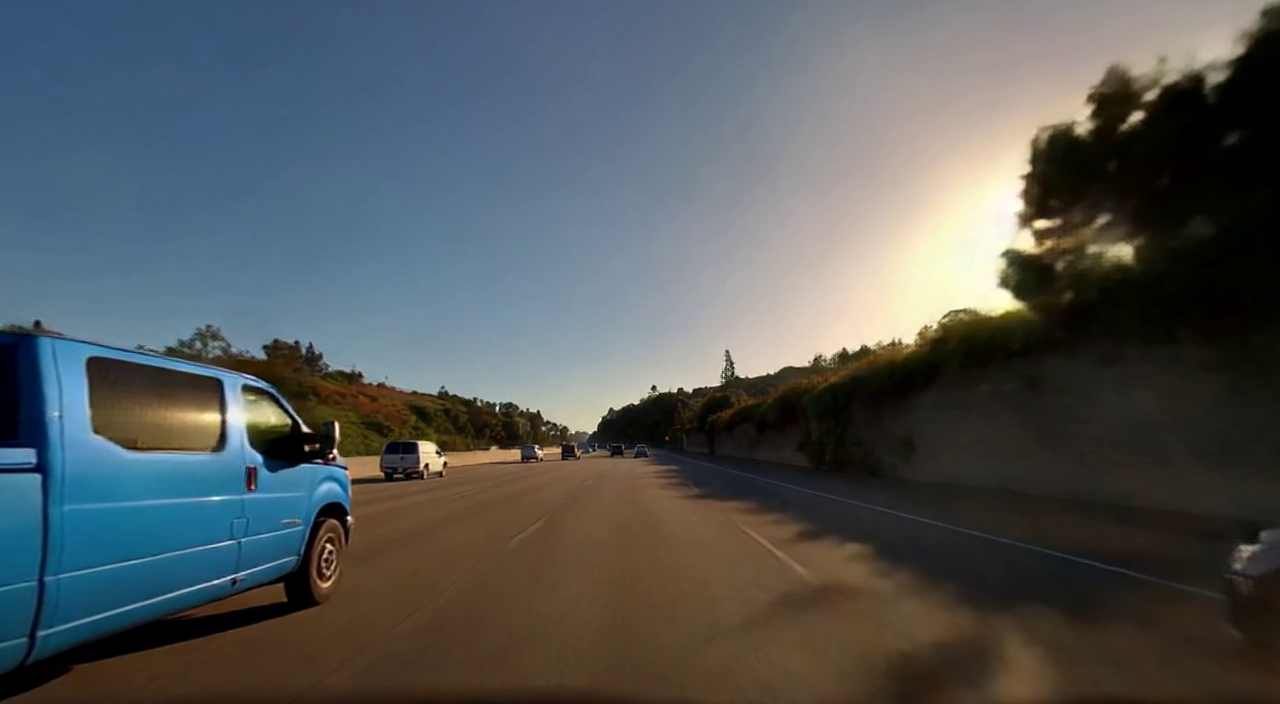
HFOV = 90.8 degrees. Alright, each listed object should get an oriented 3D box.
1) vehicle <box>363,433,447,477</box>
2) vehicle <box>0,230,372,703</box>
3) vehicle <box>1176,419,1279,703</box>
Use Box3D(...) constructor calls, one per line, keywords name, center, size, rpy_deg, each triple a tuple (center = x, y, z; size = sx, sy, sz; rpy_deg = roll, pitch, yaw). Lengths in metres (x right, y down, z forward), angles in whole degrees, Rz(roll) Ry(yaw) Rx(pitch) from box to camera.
Box3D(name="vehicle", center=(-10.940, 4.823, 29.841), size=(2.012, 1.875, 4.895), rpy_deg=(0, -9, 1))
Box3D(name="vehicle", center=(-3.485, 0.602, 2.017), size=(2.483, 2.100, 6.208), rpy_deg=(0, -9, 0))
Box3D(name="vehicle", center=(4.295, 0.843, 1.439), size=(2.047, 1.524, 4.619), rpy_deg=(0, -9, 0))
